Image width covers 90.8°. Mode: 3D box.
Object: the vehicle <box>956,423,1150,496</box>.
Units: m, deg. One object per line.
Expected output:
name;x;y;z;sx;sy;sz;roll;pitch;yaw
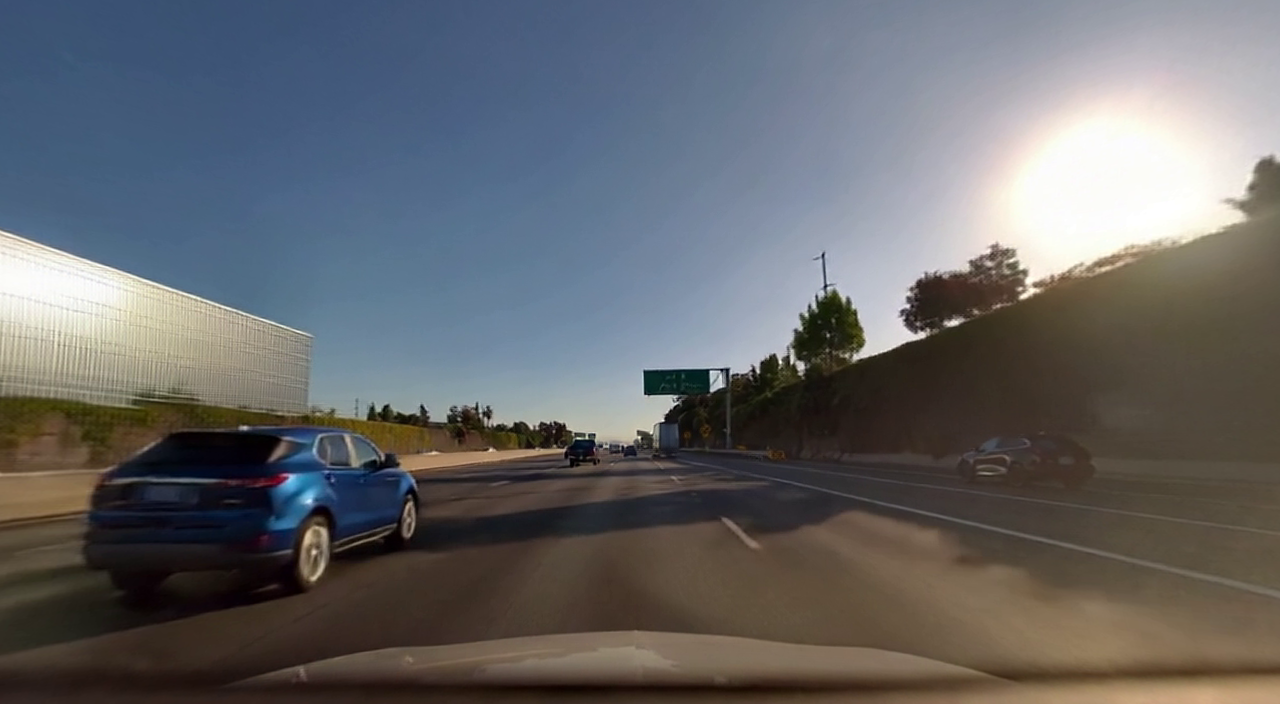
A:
vehicle;11.593;3.065;18.336;2.089;1.787;5.080;0;-9;-1

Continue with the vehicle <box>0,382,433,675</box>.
vehicle;-3.657;1.365;5.908;2.039;1.710;4.237;0;-9;-1

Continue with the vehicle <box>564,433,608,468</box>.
vehicle;-3.302;6.208;39.817;2.284;2.022;5.752;0;-9;-1
